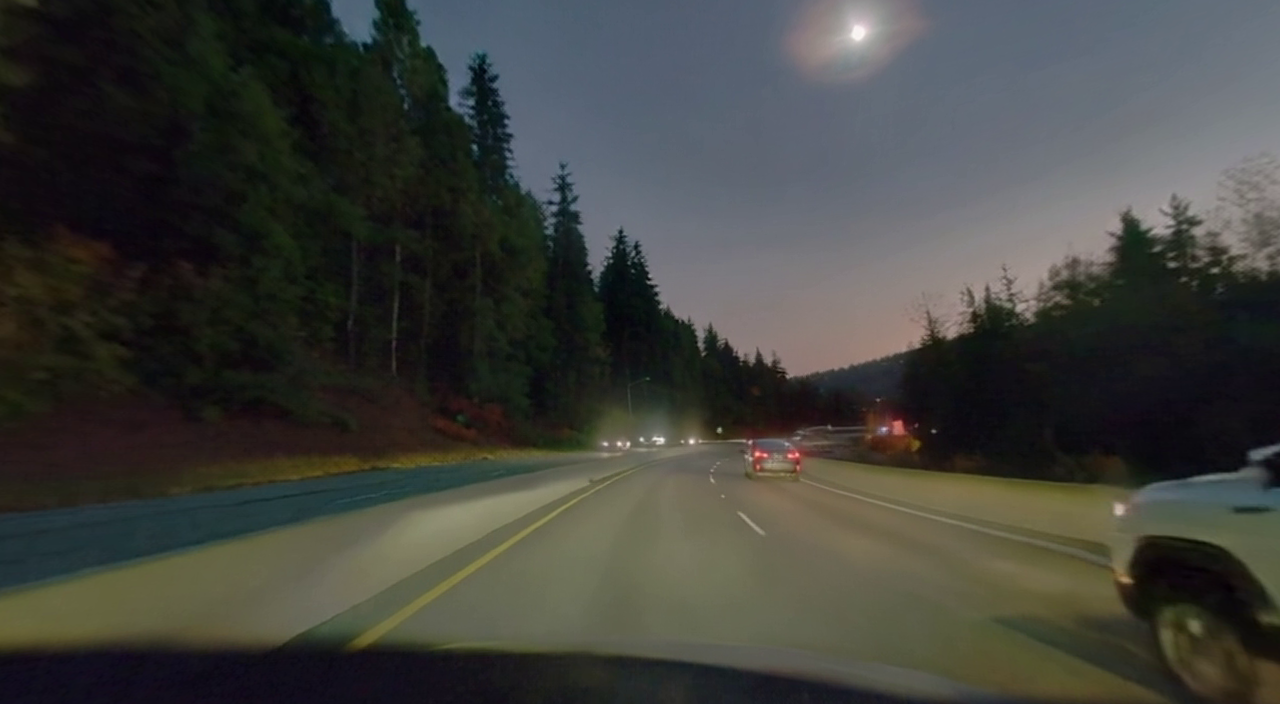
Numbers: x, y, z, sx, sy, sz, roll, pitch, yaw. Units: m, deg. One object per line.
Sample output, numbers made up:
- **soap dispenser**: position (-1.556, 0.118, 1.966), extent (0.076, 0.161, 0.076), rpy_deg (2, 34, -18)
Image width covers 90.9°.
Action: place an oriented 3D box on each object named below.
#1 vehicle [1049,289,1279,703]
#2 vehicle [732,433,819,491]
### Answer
- **vehicle**: position (3.555, 0.549, 1.239), extent (2.270, 1.897, 4.822), rpy_deg (0, -8, 1)
- **vehicle**: position (4.400, 3.645, 21.241), extent (2.112, 1.708, 4.380), rpy_deg (0, -8, 2)
